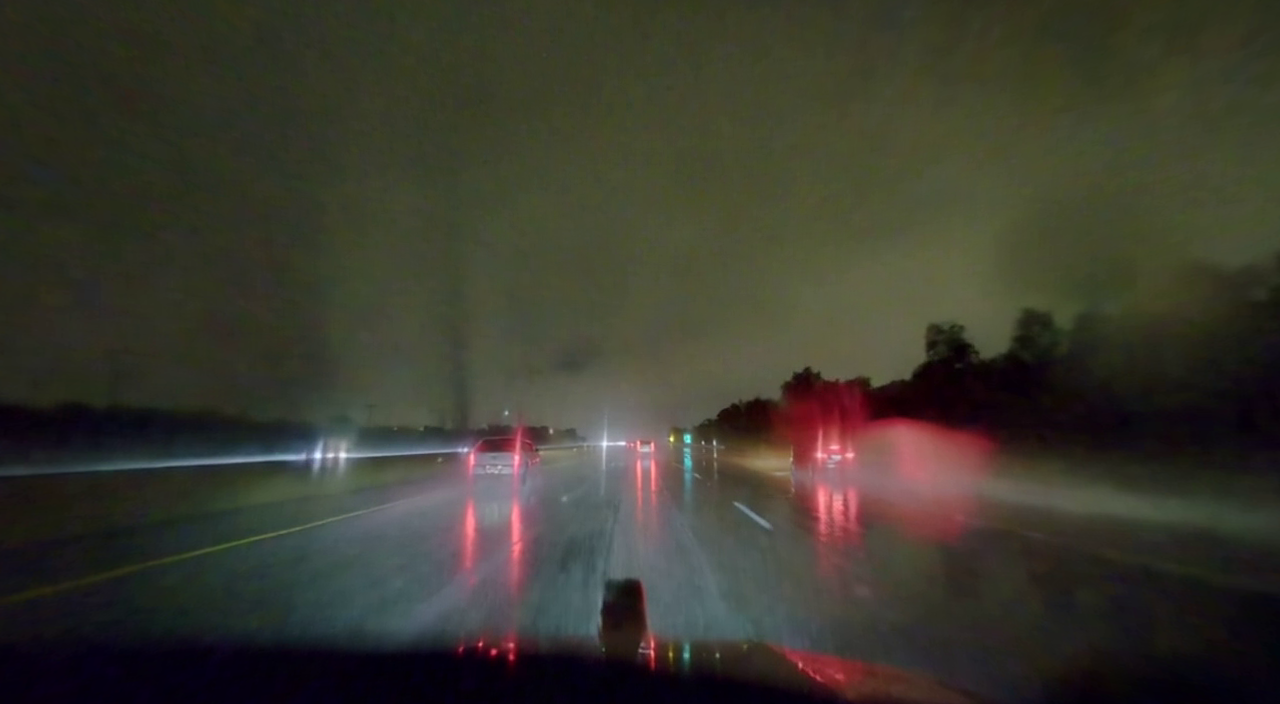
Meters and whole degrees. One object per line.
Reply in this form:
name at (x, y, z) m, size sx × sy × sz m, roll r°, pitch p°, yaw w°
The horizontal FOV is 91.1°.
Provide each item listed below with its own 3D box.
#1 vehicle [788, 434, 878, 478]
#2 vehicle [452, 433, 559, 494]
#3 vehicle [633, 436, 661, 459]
vehicle at (7.379, 4.025, 24.594) m, size 1.870 × 1.493 × 5.015 m, roll 0°, pitch -8°, yaw -1°
vehicle at (-3.732, 3.171, 18.265) m, size 2.050 × 1.546 × 4.344 m, roll 0°, pitch -8°, yaw 1°
vehicle at (0.494, 7.384, 48.636) m, size 2.063 × 1.698 × 4.355 m, roll 0°, pitch -8°, yaw 0°
